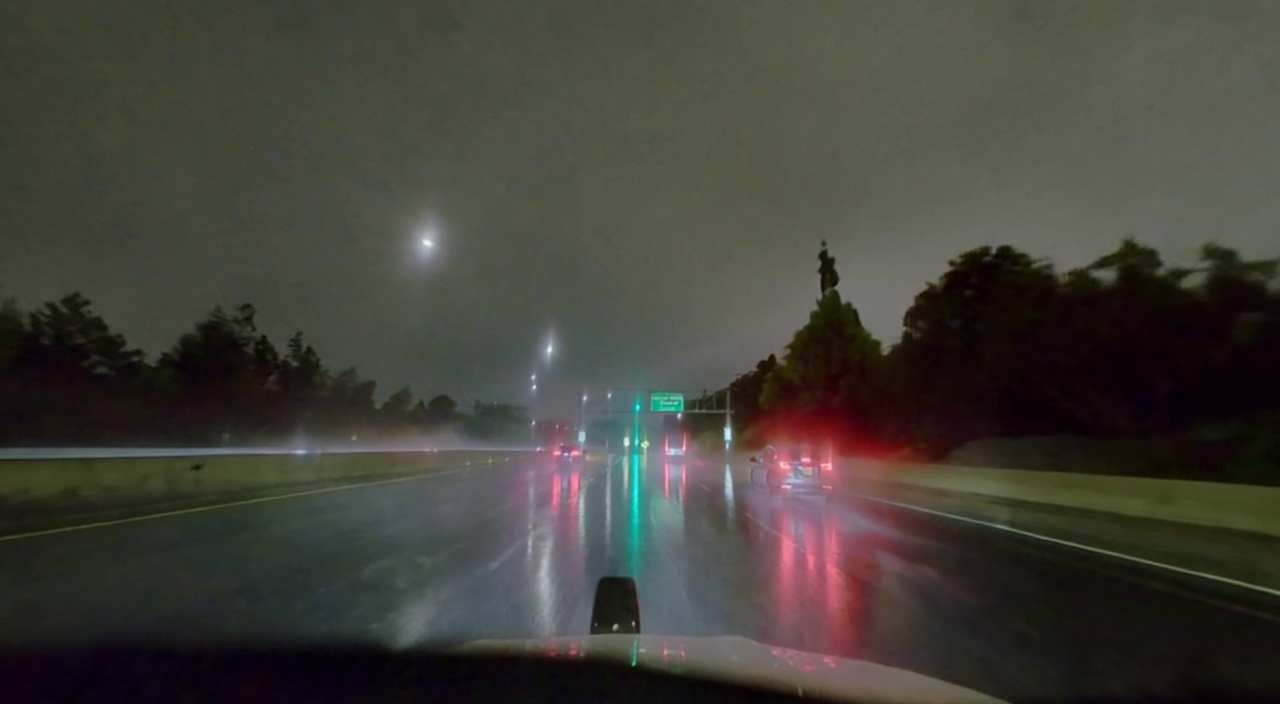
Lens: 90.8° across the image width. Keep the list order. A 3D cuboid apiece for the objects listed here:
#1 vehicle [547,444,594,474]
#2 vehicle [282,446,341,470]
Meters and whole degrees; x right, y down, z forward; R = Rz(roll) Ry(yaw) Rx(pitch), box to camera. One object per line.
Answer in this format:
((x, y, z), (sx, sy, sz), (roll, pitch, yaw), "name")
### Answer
((-3.691, 5.742, 34.170), (2.037, 1.514, 4.335), (0, -8, 0), "vehicle")
((-22.906, 7.380, 44.230), (1.899, 1.536, 4.686), (0, -8, -4), "vehicle")
